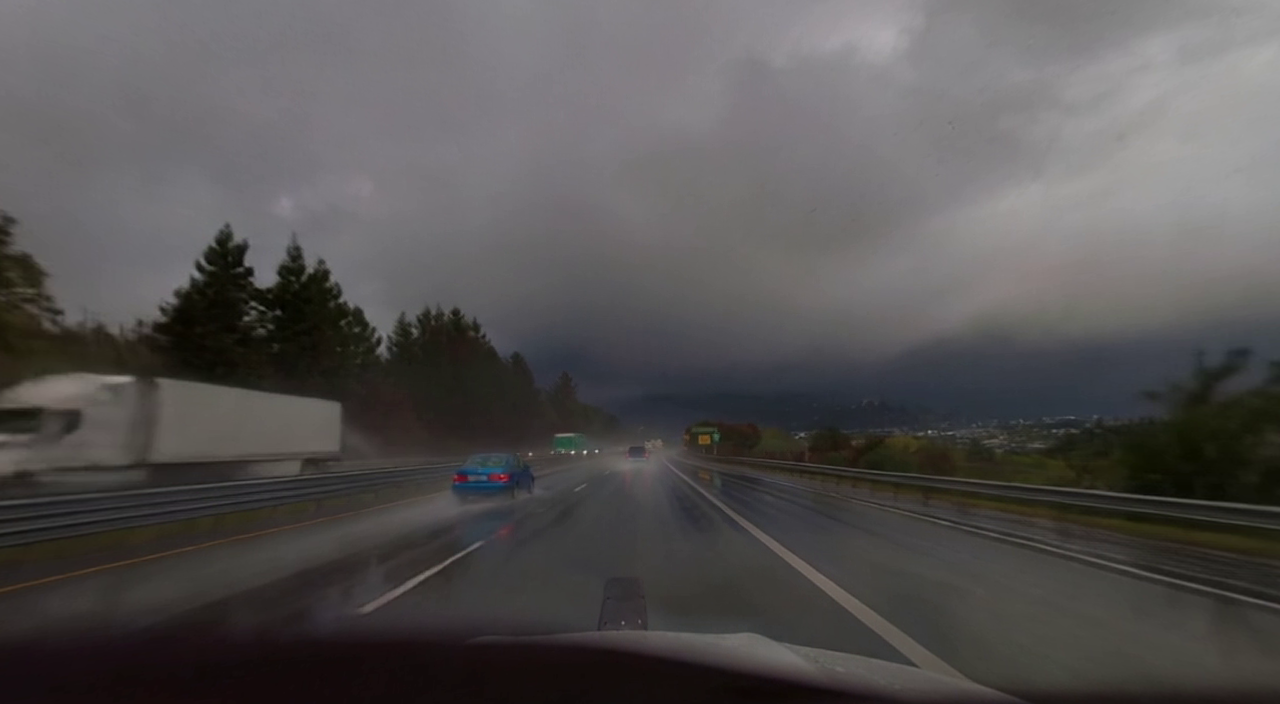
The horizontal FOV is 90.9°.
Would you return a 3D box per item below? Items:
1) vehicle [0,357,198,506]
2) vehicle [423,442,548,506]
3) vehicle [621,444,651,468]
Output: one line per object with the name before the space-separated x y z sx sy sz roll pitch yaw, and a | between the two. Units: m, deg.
vehicle | -17.196 2.445 19.086 3.013 3.781 6.029 0 -9 1
vehicle | -3.931 3.188 16.984 2.157 1.483 4.601 0 -9 1
vehicle | -0.242 7.217 43.789 2.011 1.590 3.607 0 -9 1
